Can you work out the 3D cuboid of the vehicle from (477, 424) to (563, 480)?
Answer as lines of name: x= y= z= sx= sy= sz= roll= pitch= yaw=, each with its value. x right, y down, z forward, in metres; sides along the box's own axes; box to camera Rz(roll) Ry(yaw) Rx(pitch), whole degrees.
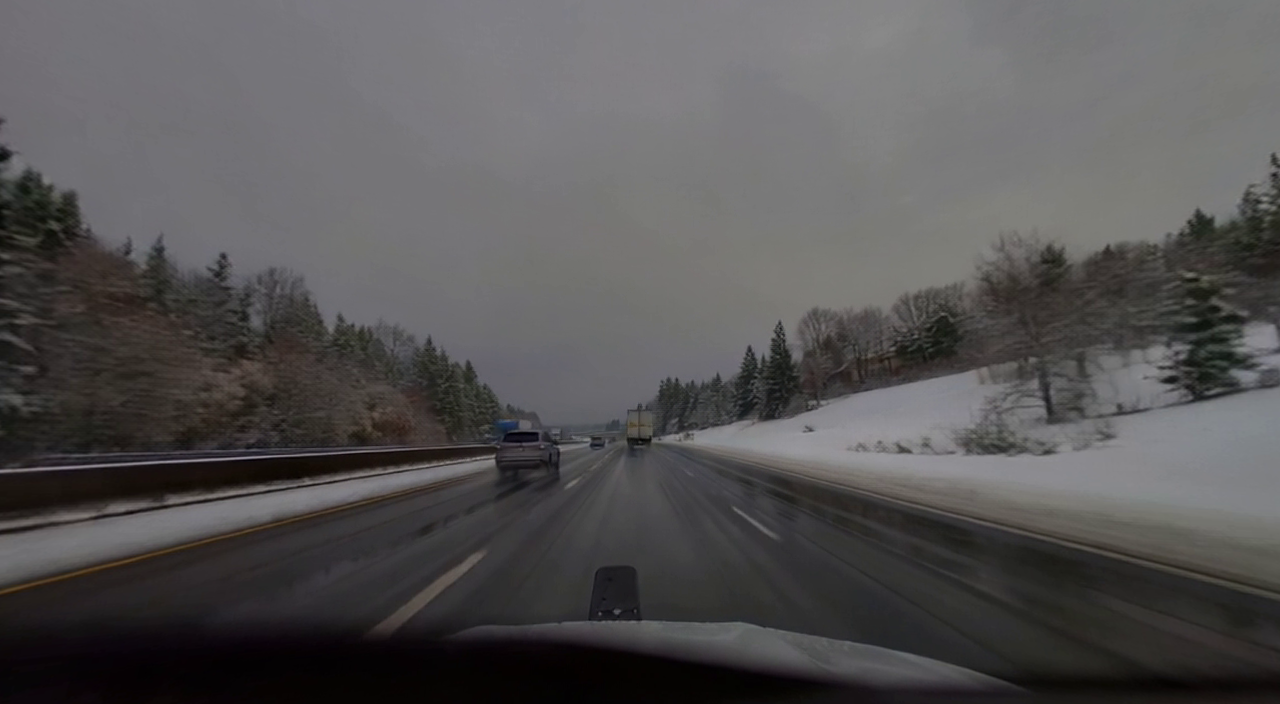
vehicle: x=-3.863 y=3.282 z=21.063 sx=2.045 sy=1.655 sz=4.301 roll=0 pitch=-8 yaw=0
